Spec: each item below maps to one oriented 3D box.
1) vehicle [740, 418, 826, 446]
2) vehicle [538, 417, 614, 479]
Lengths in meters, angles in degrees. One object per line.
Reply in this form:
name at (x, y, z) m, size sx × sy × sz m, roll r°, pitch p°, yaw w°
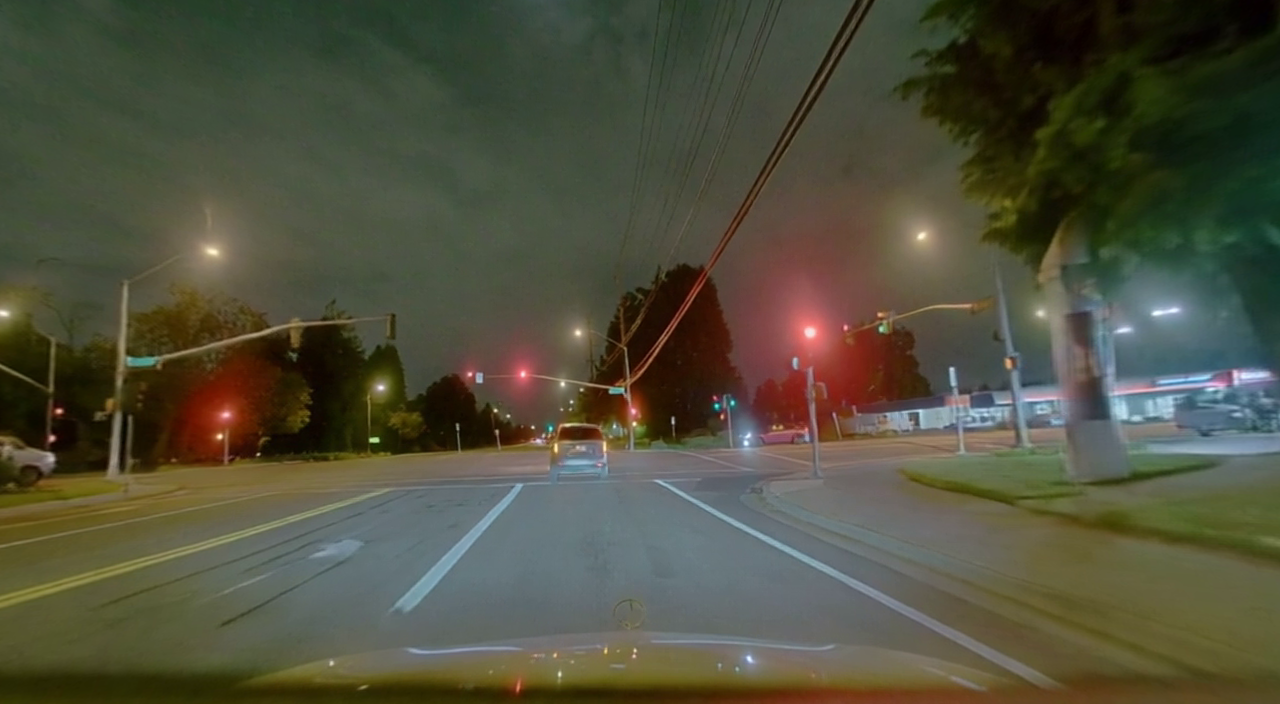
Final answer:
vehicle at (9.385, 5.268, 41.474) m, size 5.149 × 1.725 × 1.964 m, roll 0°, pitch -8°, yaw -5°
vehicle at (-2.151, 3.246, 21.405) m, size 2.300 × 1.868 × 4.690 m, roll 1°, pitch -8°, yaw -5°
